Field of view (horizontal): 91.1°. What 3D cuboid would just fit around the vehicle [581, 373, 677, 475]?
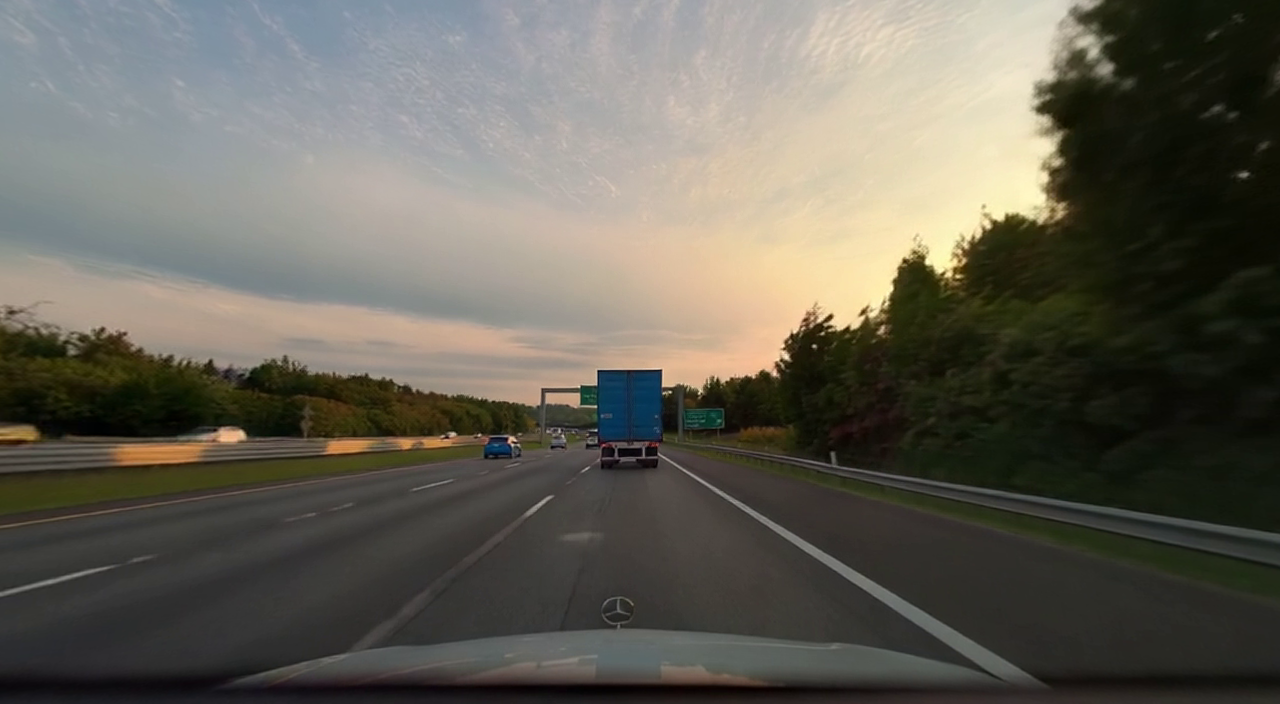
[{"bbox_3d":[-0.488,3.352,28.325,3.033,3.223,14.836,4,-8,-1],"label":"vehicle"}]

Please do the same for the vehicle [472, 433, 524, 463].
[{"bbox_3d":[-7.300,4.950,32.619,1.856,1.479,3.710,0,-8,0],"label":"vehicle"}]
